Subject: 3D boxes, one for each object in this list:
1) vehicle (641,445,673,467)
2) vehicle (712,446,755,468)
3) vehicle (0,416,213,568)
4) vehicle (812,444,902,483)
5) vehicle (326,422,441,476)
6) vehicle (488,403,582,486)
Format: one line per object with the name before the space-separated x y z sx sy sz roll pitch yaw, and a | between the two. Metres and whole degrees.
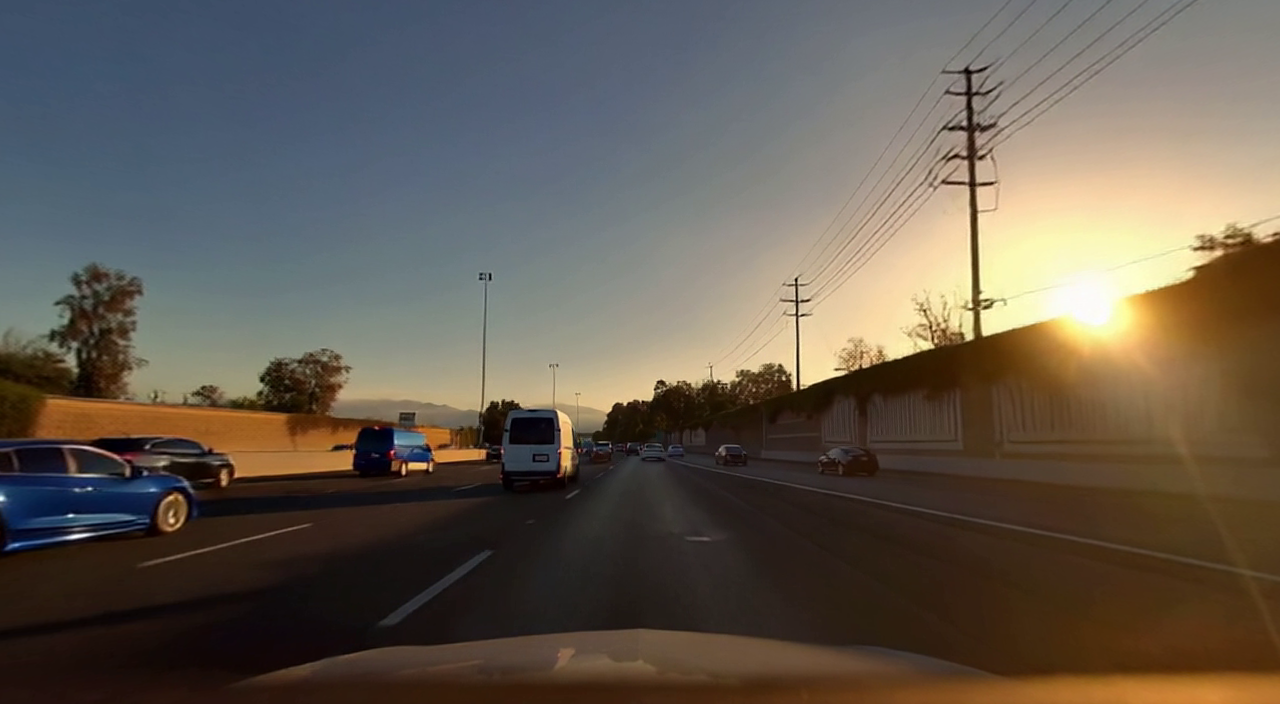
vehicle | 1.173 7.477 45.394 2.084 1.492 4.137 0 -9 -1
vehicle | 6.611 7.500 45.106 2.095 1.504 4.536 0 -9 -4
vehicle | -7.484 1.564 7.281 1.967 1.525 4.458 0 -9 0
vehicle | 9.007 4.660 26.592 2.052 1.470 4.364 0 -9 -3
vehicle | -11.379 4.402 28.630 2.596 2.162 6.328 0 -9 0
vehicle | -3.658 3.438 23.313 2.395 2.660 5.827 0 -9 1
